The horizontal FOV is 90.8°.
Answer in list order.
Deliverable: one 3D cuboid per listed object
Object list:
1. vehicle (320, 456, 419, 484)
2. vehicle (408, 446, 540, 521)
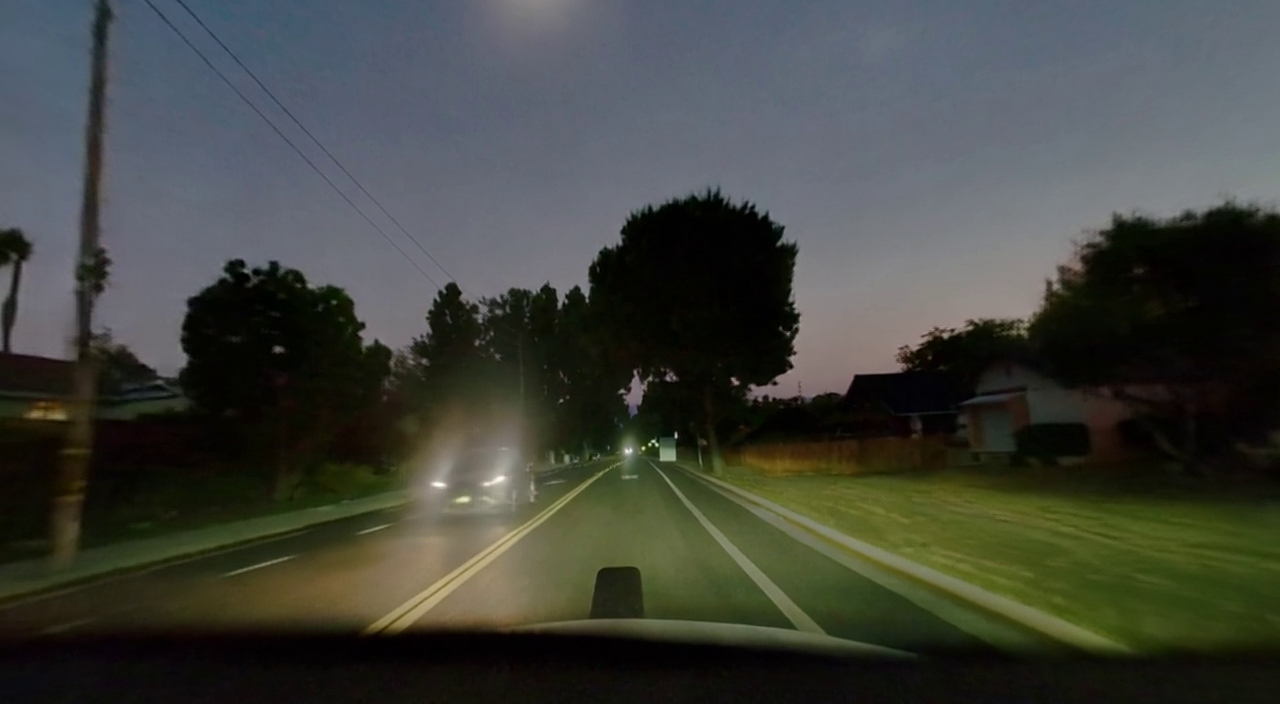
[{"bbox_3d":[-15.222,6.636,35.693,4.779,1.453,1.970,-2,-9,9],"label":"vehicle"},{"bbox_3d":[-3.824,3.092,15.478,1.996,1.519,4.559,0,-9,0],"label":"vehicle"}]
